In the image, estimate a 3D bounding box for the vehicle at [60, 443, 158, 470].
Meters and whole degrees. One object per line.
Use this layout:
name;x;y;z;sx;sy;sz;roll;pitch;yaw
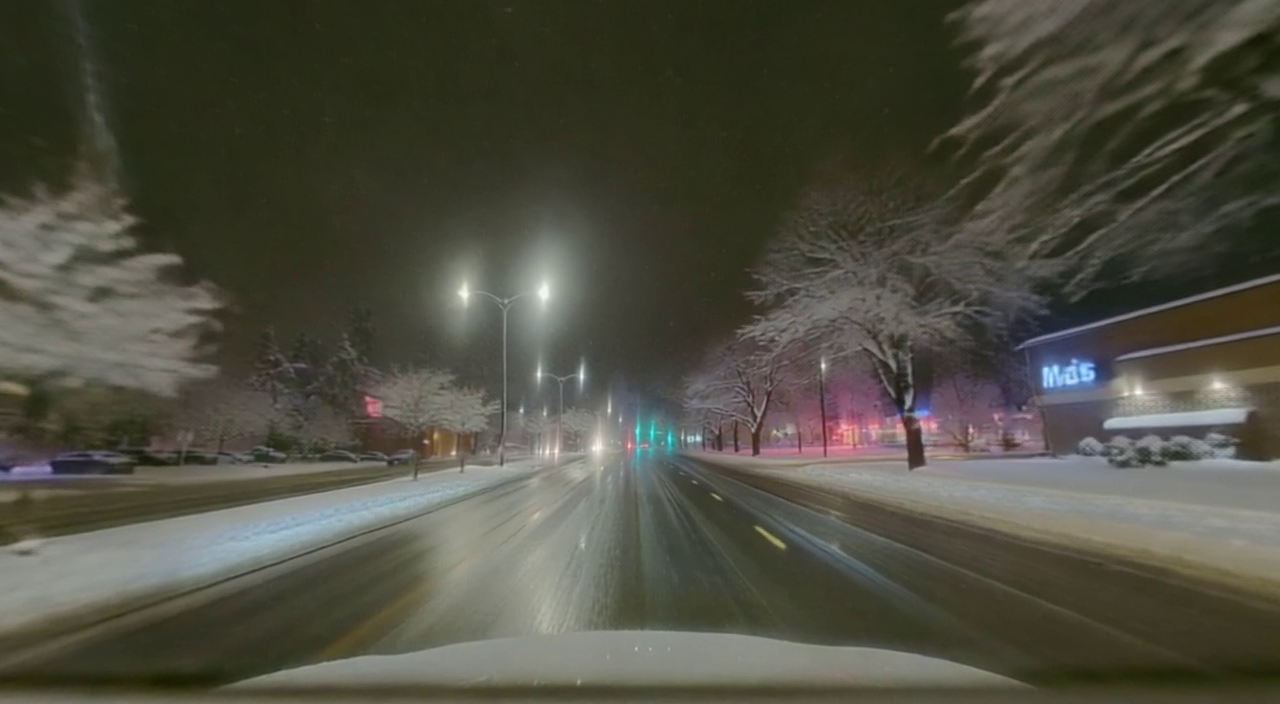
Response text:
vehicle;-33.387;6.568;39.827;4.359;1.667;1.914;0;-8;-1
